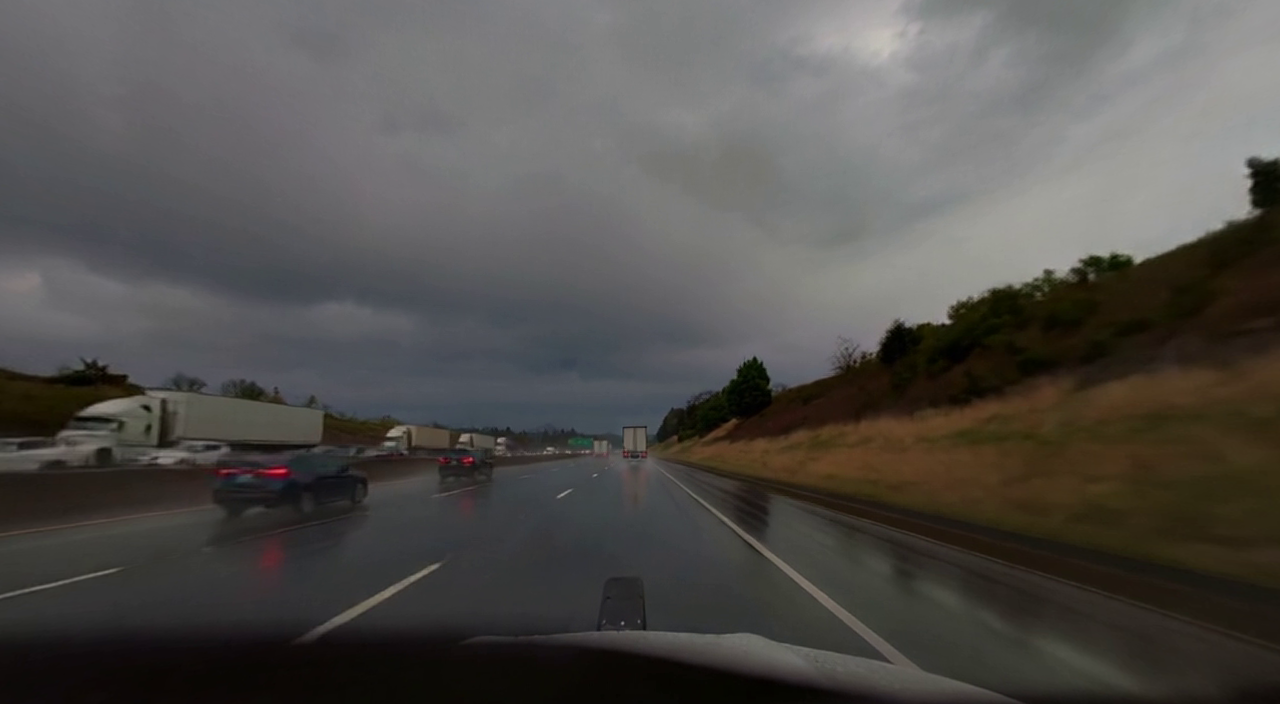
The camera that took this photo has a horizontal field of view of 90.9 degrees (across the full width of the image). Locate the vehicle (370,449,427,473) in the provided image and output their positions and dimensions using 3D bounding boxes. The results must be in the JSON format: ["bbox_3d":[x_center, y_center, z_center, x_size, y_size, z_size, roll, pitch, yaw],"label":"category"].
[{"bbox_3d":[-14.839,6.721,38.922,1.927,1.393,4.071,0,-9,-1],"label":"vehicle"}]

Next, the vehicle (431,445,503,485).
[{"bbox_3d":[-7.815,5.129,28.900,2.004,1.629,4.506,0,-9,0],"label":"vehicle"}]

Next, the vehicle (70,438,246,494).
[{"bbox_3d":[-14.699,3.500,19.655,1.817,1.508,4.734,0,-9,-1],"label":"vehicle"}]

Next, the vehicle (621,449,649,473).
[{"bbox_3d":[-0.359,7.917,45.959,2.009,1.657,3.962,0,-9,0],"label":"vehicle"}]

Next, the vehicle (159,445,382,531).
[{"bbox_3d":[-7.231,2.671,13.025,1.895,1.446,4.456,0,-9,0],"label":"vehicle"}]
